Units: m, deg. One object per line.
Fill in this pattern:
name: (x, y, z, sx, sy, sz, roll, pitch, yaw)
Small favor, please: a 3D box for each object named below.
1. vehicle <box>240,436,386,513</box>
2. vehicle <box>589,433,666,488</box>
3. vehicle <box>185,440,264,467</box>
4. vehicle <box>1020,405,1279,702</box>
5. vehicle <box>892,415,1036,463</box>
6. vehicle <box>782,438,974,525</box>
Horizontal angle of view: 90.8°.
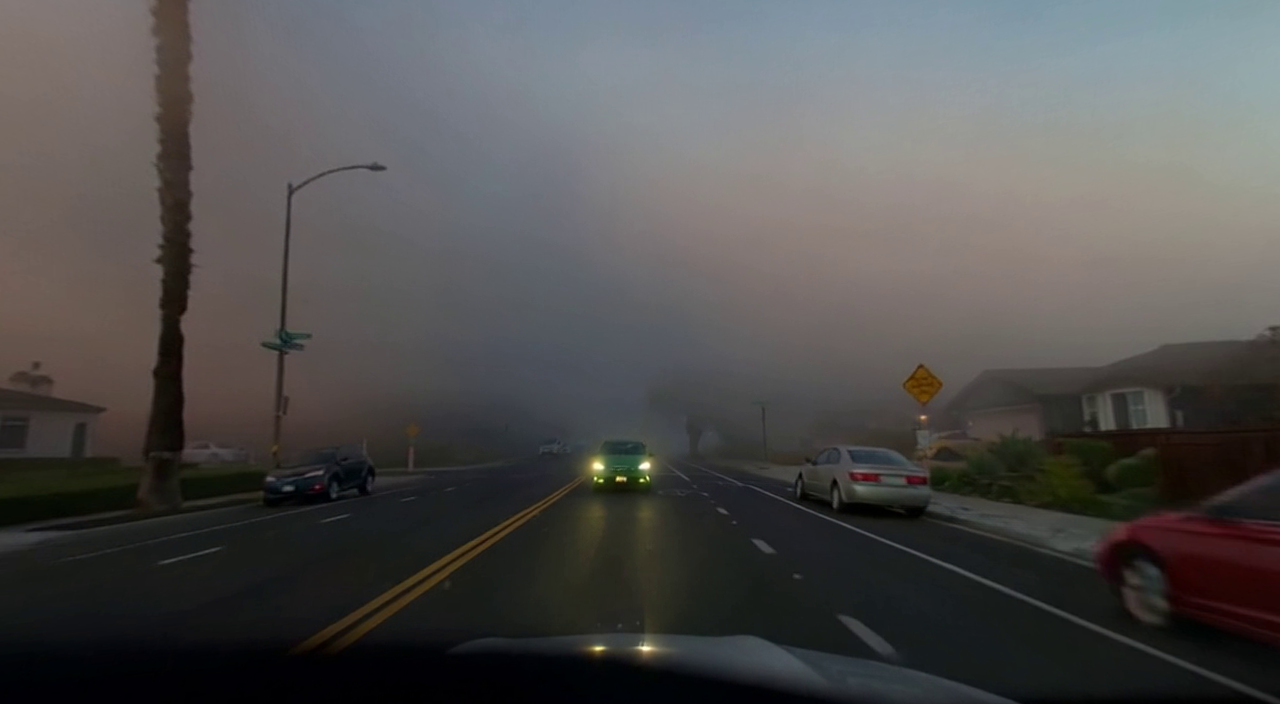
vehicle: (-8.755, 3.236, 17.364, 1.945, 1.666, 4.107, -3, -6, -1)
vehicle: (-0.407, 3.303, 19.513, 2.098, 1.483, 4.099, 0, -9, -2)
vehicle: (-29.806, 7.314, 45.543, 1.918, 1.821, 4.769, -1, -9, 10)
vehicle: (4.587, 1.100, 3.323, 2.017, 1.646, 5.389, 0, -9, 2)
vehicle: (13.518, 3.690, 26.660, 4.913, 1.930, 2.020, -1, -9, 5)
vehicle: (4.730, 2.647, 13.621, 2.013, 1.501, 5.235, 0, -9, -1)
